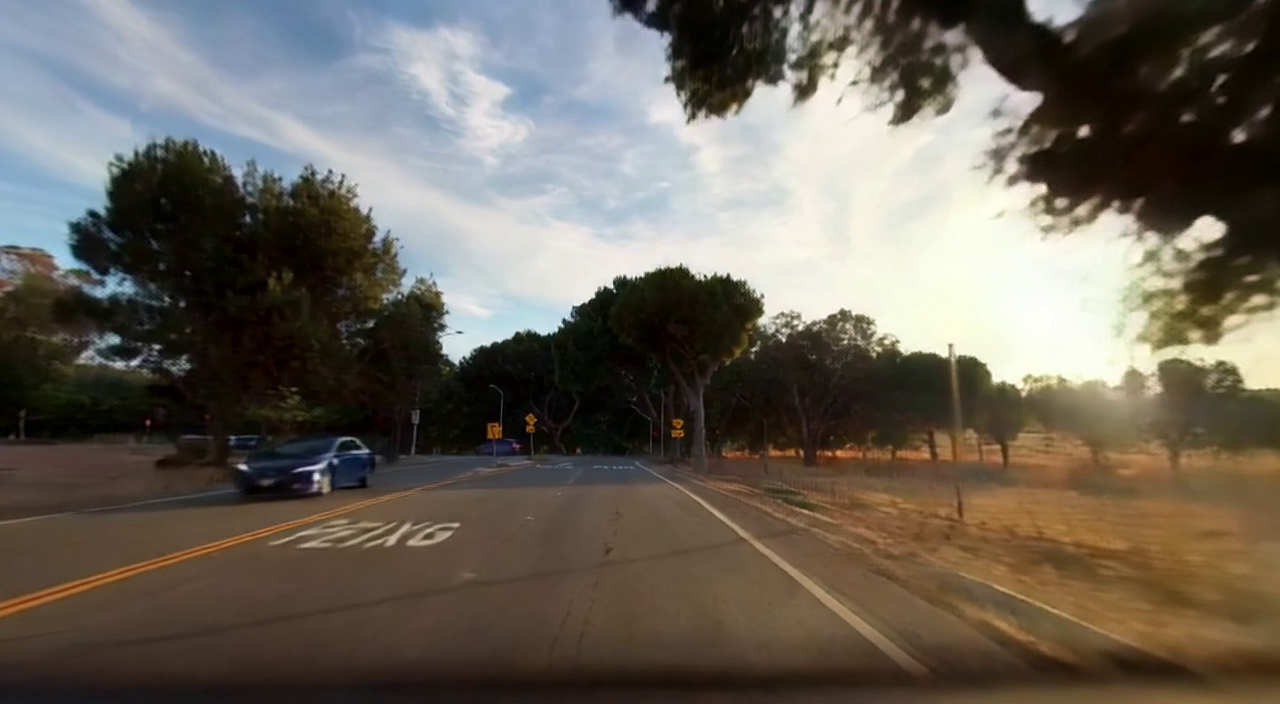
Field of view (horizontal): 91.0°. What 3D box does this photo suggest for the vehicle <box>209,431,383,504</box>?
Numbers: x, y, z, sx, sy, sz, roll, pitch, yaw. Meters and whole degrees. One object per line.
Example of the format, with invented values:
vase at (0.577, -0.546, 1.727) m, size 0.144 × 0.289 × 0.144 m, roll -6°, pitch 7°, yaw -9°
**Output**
vehicle at (-8.577, 2.919, 16.307) m, size 2.129 × 1.590 × 4.616 m, roll 1°, pitch -9°, yaw -4°
